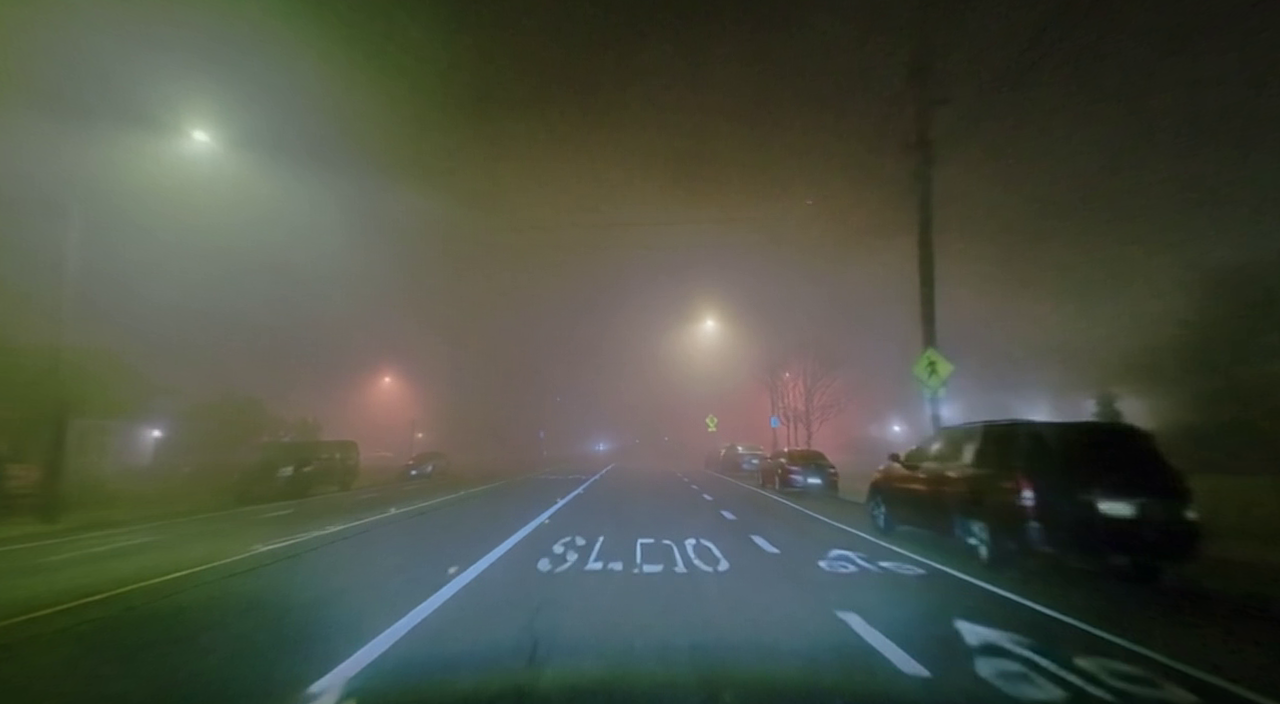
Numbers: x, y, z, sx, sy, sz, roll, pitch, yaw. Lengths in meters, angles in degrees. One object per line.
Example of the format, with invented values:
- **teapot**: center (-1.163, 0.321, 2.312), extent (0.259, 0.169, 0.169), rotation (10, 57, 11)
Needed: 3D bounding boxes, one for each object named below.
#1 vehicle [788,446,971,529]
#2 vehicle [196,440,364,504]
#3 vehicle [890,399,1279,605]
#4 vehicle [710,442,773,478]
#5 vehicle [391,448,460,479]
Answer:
- **vehicle**: center (4.615, 2.642, 12.976), extent (2.049, 1.385, 4.209), rotation (0, -8, -1)
- **vehicle**: center (-11.392, 3.789, 20.566), extent (2.459, 1.804, 4.877), rotation (0, -8, 2)
- **vehicle**: center (5.076, 1.686, 7.942), extent (2.087, 1.869, 4.159), rotation (0, -8, -1)
- **vehicle**: center (4.507, 4.857, 28.761), extent (2.196, 1.472, 4.426), rotation (0, -8, 0)
- **vehicle**: center (-11.071, 5.775, 32.976), extent (1.949, 1.457, 4.581), rotation (0, -8, 0)
